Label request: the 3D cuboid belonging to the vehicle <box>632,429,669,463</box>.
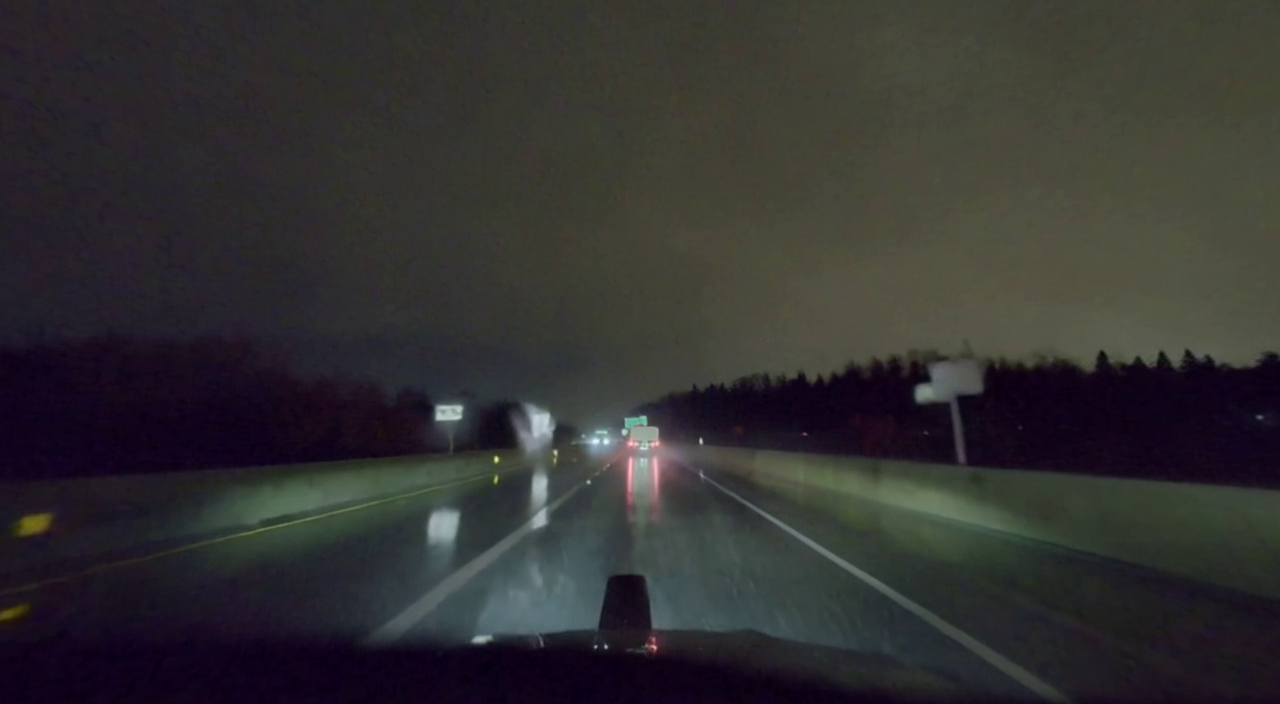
[{"bbox_3d":[0.696,6.228,41.830,2.277,2.109,4.922,0,-8,1],"label":"vehicle"}]
